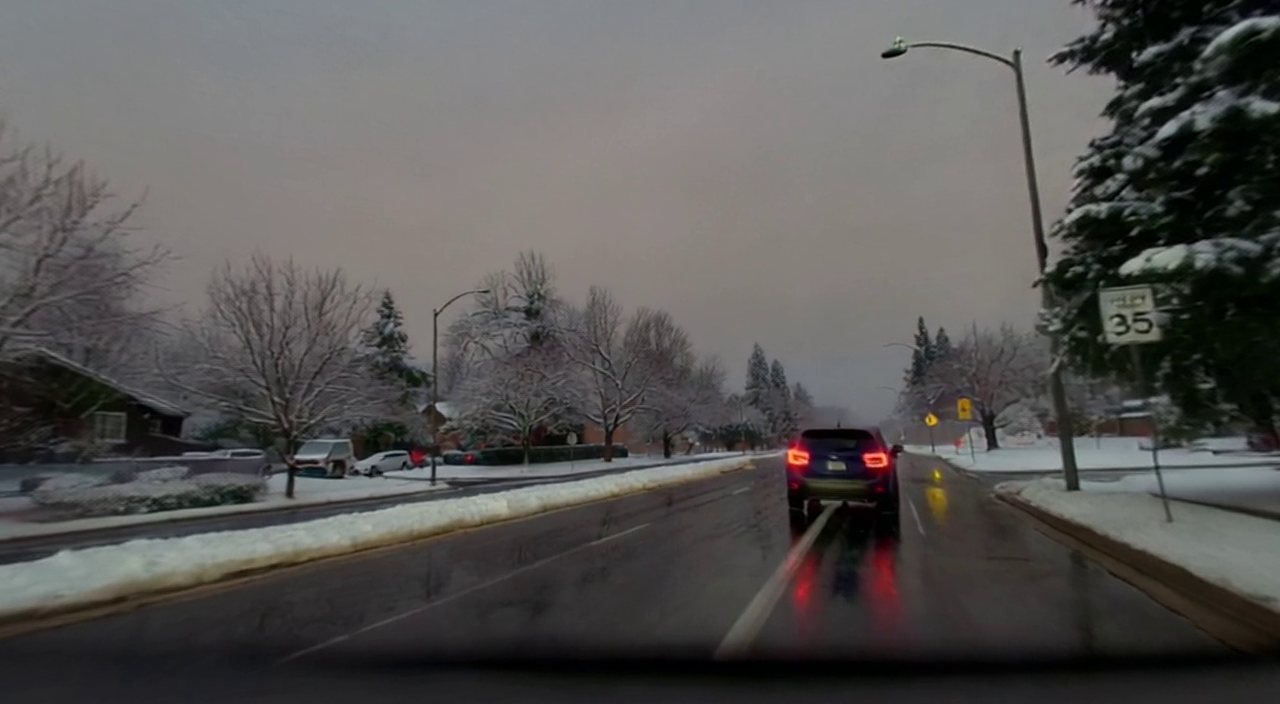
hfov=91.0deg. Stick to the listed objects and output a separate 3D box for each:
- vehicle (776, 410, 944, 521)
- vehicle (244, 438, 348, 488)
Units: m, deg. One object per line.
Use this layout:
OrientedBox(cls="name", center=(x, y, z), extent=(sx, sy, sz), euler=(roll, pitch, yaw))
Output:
OrientedBox(cls="vehicle", center=(4.511, 2.126, 12.449), extent=(2.018, 1.733, 4.546), euler=(-6, -9, 32))
OrientedBox(cls="vehicle", center=(-20.399, 6.568, 37.694), extent=(2.329, 2.631, 5.560), euler=(-5, -9, 12))
